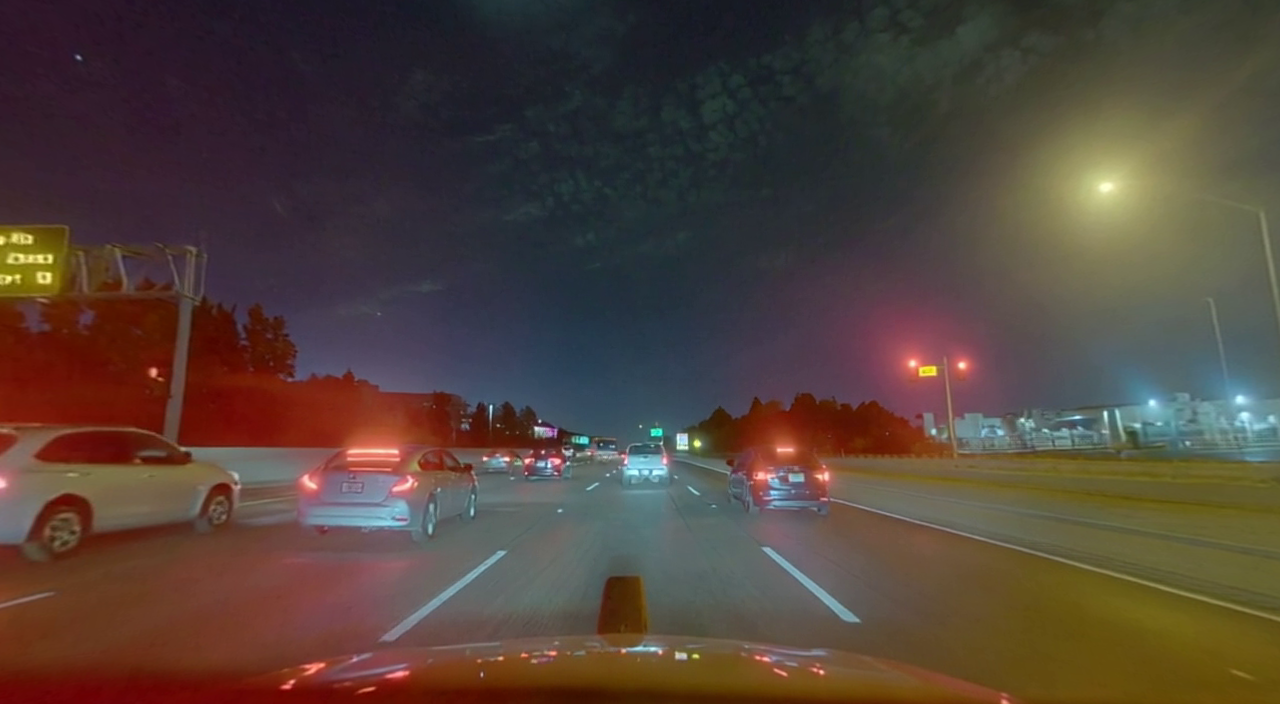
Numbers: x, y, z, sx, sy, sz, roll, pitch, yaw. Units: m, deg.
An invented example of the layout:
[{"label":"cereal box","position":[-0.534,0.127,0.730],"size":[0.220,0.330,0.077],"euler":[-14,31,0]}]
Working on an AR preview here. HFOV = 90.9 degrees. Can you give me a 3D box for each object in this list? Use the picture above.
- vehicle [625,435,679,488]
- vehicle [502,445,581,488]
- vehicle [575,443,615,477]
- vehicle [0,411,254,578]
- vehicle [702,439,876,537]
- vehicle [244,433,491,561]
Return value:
[{"label":"vehicle","position":[0.338,3.429,19.904],"size":[1.537,1.507,3.424],"euler":[0,-9,0]},{"label":"vehicle","position":[-3.611,4.283,23.998],"size":[2.132,1.464,4.481],"euler":[0,-9,2]},{"label":"vehicle","position":[-2.363,5.501,32.283],"size":[1.937,1.601,3.798],"euler":[1,-9,-6]},{"label":"vehicle","position":[-7.645,1.778,8.581],"size":[2.065,1.692,4.475],"euler":[0,-9,-3]},{"label":"vehicle","position":[2.506,2.417,11.929],"size":[2.018,1.470,4.491],"euler":[0,-9,-3]},{"label":"vehicle","position":[-3.740,2.048,9.630],"size":[1.883,1.500,4.161],"euler":[0,-9,0]}]
